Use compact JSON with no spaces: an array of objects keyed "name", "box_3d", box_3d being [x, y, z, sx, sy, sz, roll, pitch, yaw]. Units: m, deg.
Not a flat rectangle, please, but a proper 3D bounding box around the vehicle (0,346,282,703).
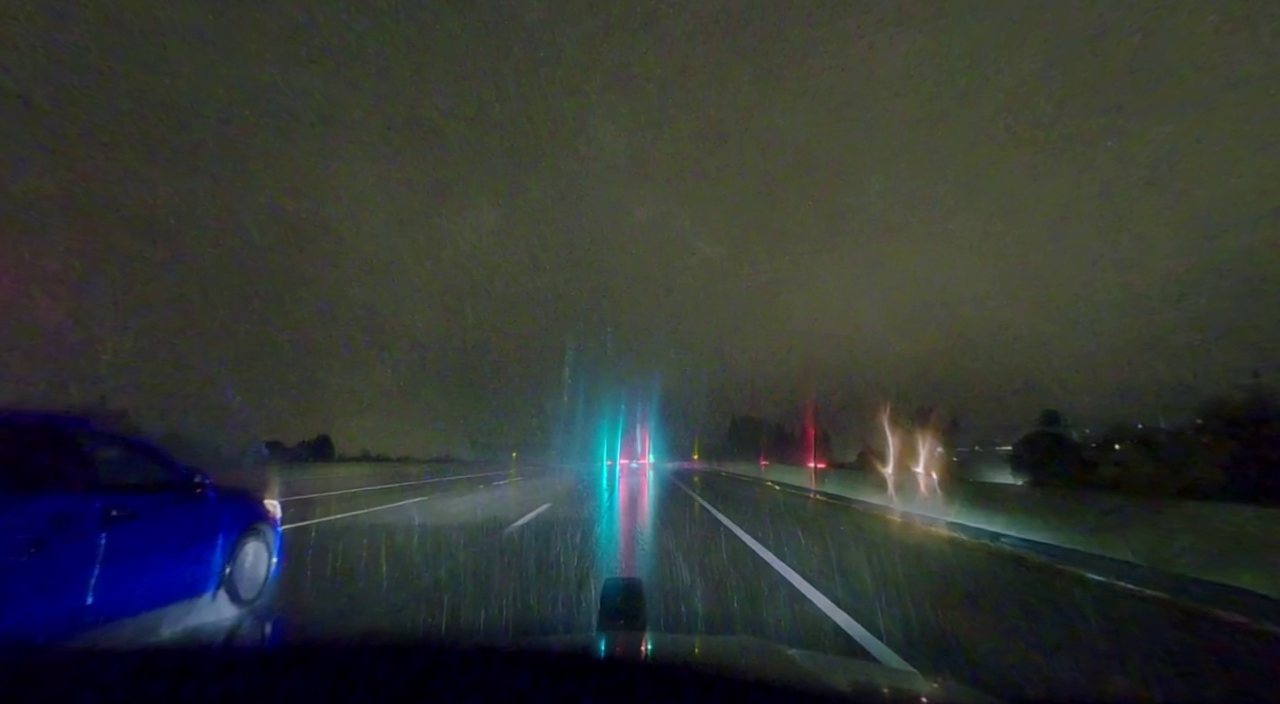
[{"name":"vehicle","box_3d":[-4.109,0.809,2.598,2.272,1.759,5.058,0,-9,0]}]
